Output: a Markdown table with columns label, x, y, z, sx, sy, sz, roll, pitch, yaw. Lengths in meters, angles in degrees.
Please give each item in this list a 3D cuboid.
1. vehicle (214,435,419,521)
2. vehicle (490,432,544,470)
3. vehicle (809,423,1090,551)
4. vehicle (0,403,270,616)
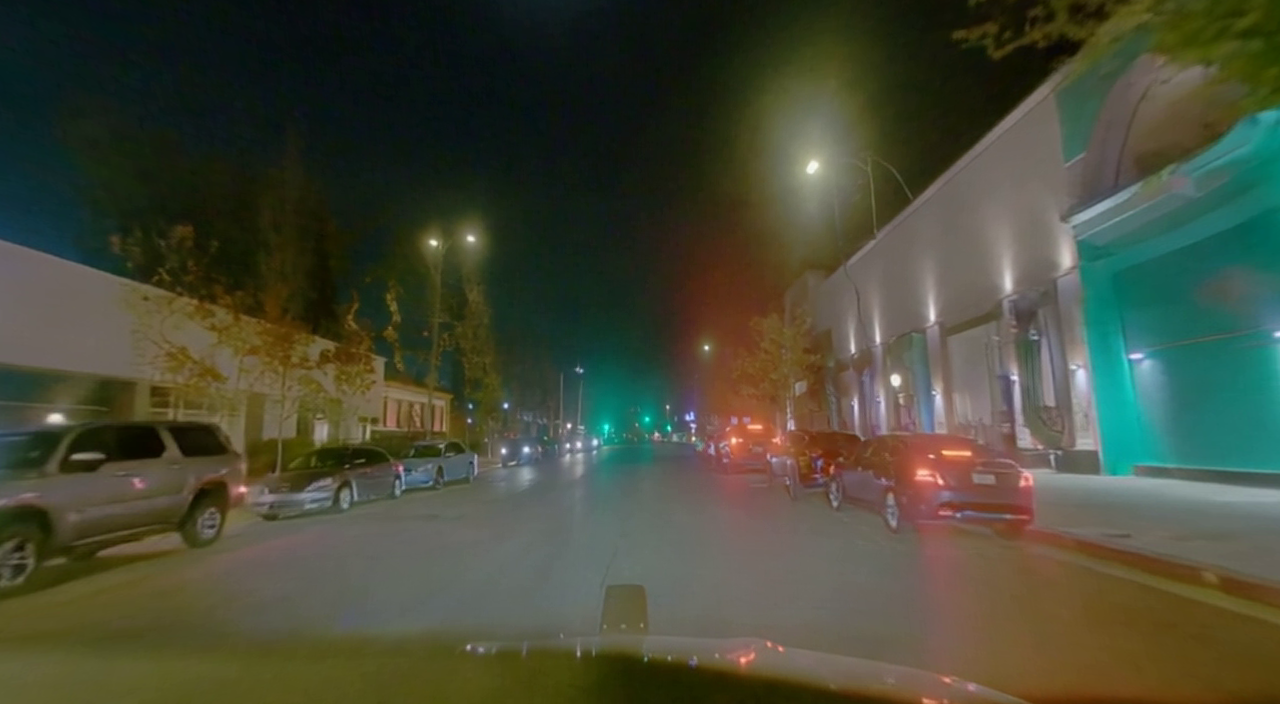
| label | x | y | z | sx | sy | sz | roll | pitch | yaw |
| --- | --- | --- | --- | --- | --- | --- | --- | --- | --- |
| vehicle | -7.000 | 2.706 | 14.409 | 2.001 | 1.502 | 4.851 | -1 | -6 | 2 |
| vehicle | -6.547 | 5.285 | 34.119 | 1.996 | 1.770 | 5.518 | -1 | -6 | -2 |
| vehicle | 4.298 | 1.877 | 9.880 | 1.973 | 1.494 | 4.867 | 0 | -7 | 0 |
| vehicle | -6.938 | 1.616 | 7.605 | 2.238 | 1.891 | 4.780 | -1 | -5 | -3 |
